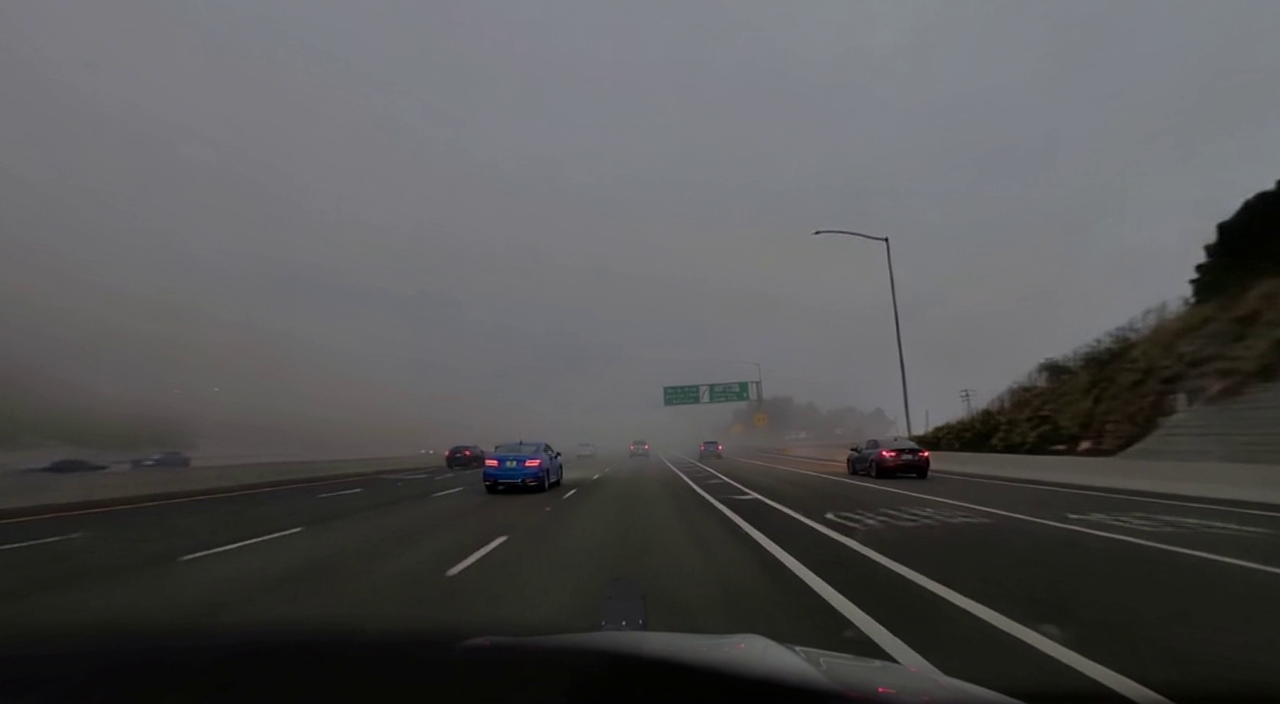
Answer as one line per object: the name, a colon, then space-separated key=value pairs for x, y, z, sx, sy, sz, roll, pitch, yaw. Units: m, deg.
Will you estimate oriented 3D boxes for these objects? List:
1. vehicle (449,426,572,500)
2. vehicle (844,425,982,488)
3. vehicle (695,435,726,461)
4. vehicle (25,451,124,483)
vehicle: x=-3.348 y=3.014 z=17.591 sx=2.210 sy=1.730 sz=5.133 roll=-1 pitch=-8 yaw=2
vehicle: x=8.017 y=3.112 z=19.083 sx=2.122 sy=1.646 sz=4.491 roll=-1 pitch=-8 yaw=0
vehicle: x=5.411 y=7.419 z=48.859 sx=2.172 sy=1.824 sz=5.031 roll=-1 pitch=-8 yaw=4
vehicle: x=-31.953 y=6.458 z=35.789 sx=1.697 sy=1.643 sz=4.128 roll=-1 pitch=-8 yaw=1
